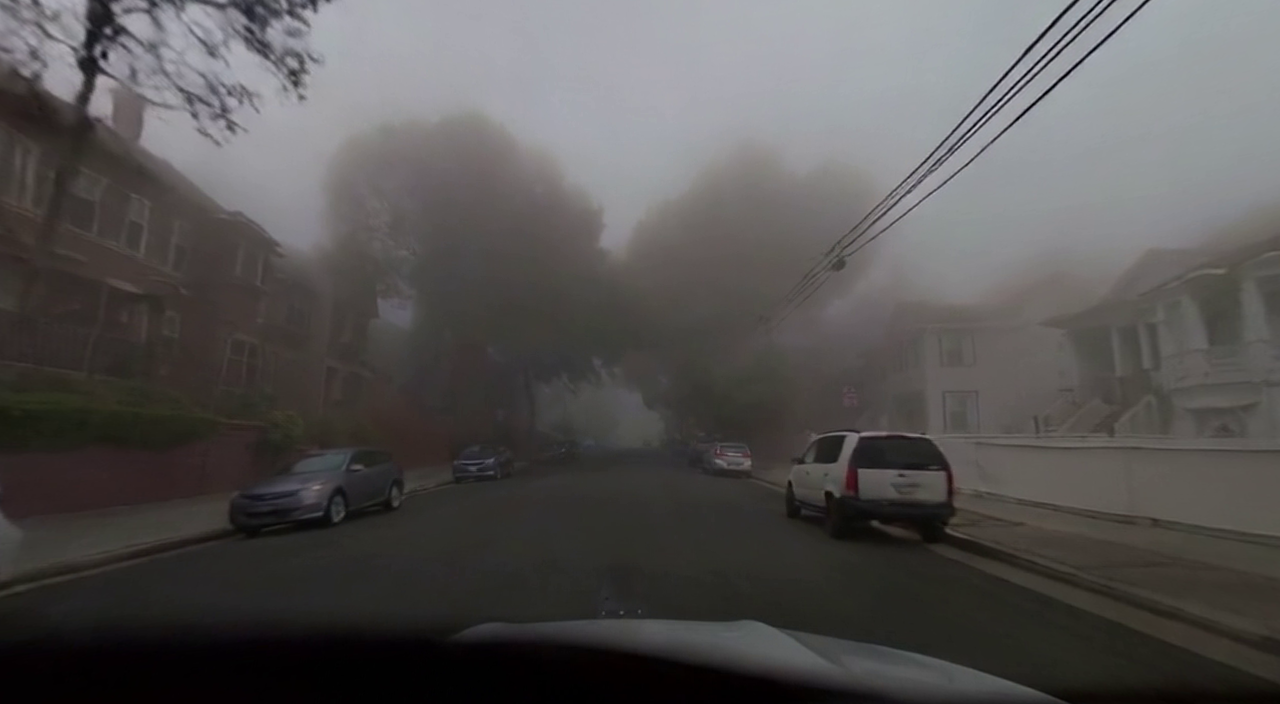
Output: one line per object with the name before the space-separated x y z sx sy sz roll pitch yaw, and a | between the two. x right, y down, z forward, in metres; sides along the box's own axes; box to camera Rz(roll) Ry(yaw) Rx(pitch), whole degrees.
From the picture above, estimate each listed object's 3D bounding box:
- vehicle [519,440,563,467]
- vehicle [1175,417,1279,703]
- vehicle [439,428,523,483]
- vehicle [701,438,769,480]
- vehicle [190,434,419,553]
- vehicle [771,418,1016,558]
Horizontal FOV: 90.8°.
vehicle | -5.871 6.077 37.939 1.998 1.485 4.476 0 -8 -1
vehicle | 3.487 0.727 0.608 1.881 1.482 4.531 0 -8 -2
vehicle | -6.000 3.986 24.443 2.106 1.760 4.573 -4 -9 -2
vehicle | 3.643 4.175 24.990 1.968 1.505 4.368 0 -8 -1
vehicle | -5.888 2.429 11.807 1.901 1.475 4.425 -5 -5 -1
vehicle | 3.476 1.944 9.780 1.950 1.647 4.425 0 -8 0
